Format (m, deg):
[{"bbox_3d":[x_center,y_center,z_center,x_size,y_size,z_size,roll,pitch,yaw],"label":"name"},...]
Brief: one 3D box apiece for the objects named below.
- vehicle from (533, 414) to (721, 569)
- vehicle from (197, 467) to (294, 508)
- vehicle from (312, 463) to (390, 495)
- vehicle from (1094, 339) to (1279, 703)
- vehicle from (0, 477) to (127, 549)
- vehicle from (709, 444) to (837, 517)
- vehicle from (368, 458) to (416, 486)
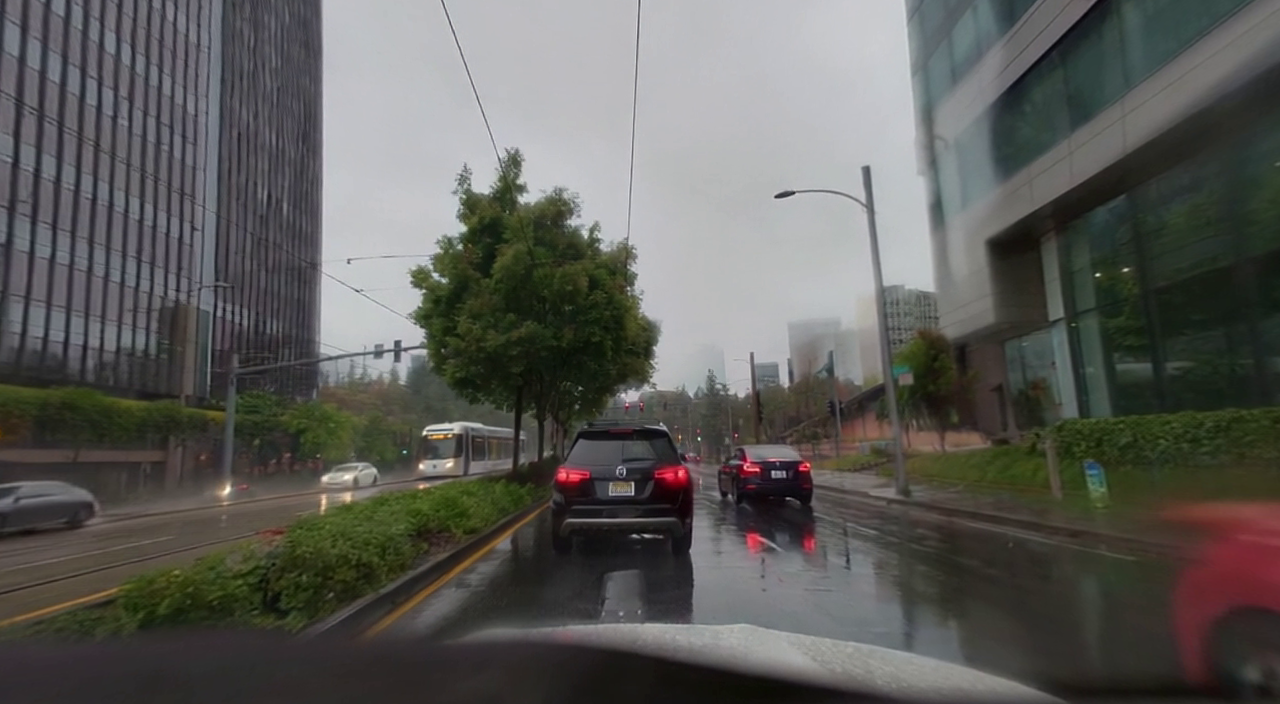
[{"bbox_3d":[-0.243,1.937,9.551,2.178,1.779,4.255,0,-8,-2],"label":"vehicle"},{"bbox_3d":[-19.440,6.677,31.419,2.066,1.700,4.536,0,-9,-3],"label":"vehicle"},{"bbox_3d":[-15.310,6.721,33.800,2.077,1.458,4.718,0,-8,-2],"label":"vehicle"},{"bbox_3d":[3.527,0.608,1.083,2.029,1.717,4.624,0,-8,0],"label":"vehicle"},{"bbox_3d":[-15.093,3.848,15.309,1.798,1.409,4.239,0,-8,-2],"label":"vehicle"},{"bbox_3d":[2.989,2.968,15.232,1.993,1.480,4.324,0,-8,-2],"label":"vehicle"},{"bbox_3d":[-19.455,9.393,49.776,1.933,1.919,4.913,0,-8,-3],"label":"vehicle"}]
